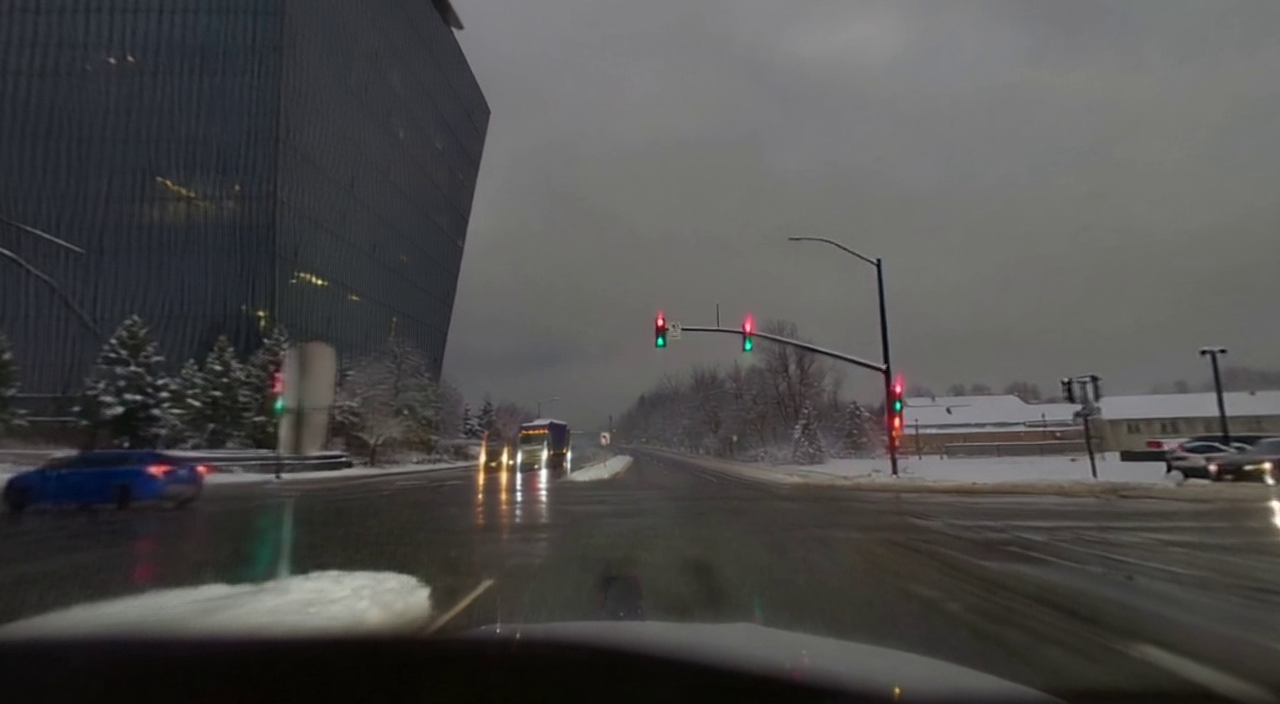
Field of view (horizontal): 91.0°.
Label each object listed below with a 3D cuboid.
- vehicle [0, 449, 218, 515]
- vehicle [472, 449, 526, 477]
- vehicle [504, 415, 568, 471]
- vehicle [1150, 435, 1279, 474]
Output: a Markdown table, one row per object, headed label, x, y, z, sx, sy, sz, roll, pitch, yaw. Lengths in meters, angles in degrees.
| label | x | y | z | sx | sy | sz | roll | pitch | yaw |
| --- | --- | --- | --- | --- | --- | --- | --- | --- | --- |
| vehicle | -13.630 | 3.279 | 16.237 | 4.197 | 1.525 | 2.014 | -1 | -9 | 10 |
| vehicle | -8.432 | 6.664 | 37.979 | 2.113 | 1.535 | 4.504 | 0 | -9 | 1 |
| vehicle | -7.920 | 7.198 | 49.652 | 3.109 | 3.888 | 11.000 | 0 | -9 | 0 |
| vehicle | 24.290 | 4.281 | 26.504 | 2.021 | 1.484 | 4.454 | 0 | -9 | 2 |
